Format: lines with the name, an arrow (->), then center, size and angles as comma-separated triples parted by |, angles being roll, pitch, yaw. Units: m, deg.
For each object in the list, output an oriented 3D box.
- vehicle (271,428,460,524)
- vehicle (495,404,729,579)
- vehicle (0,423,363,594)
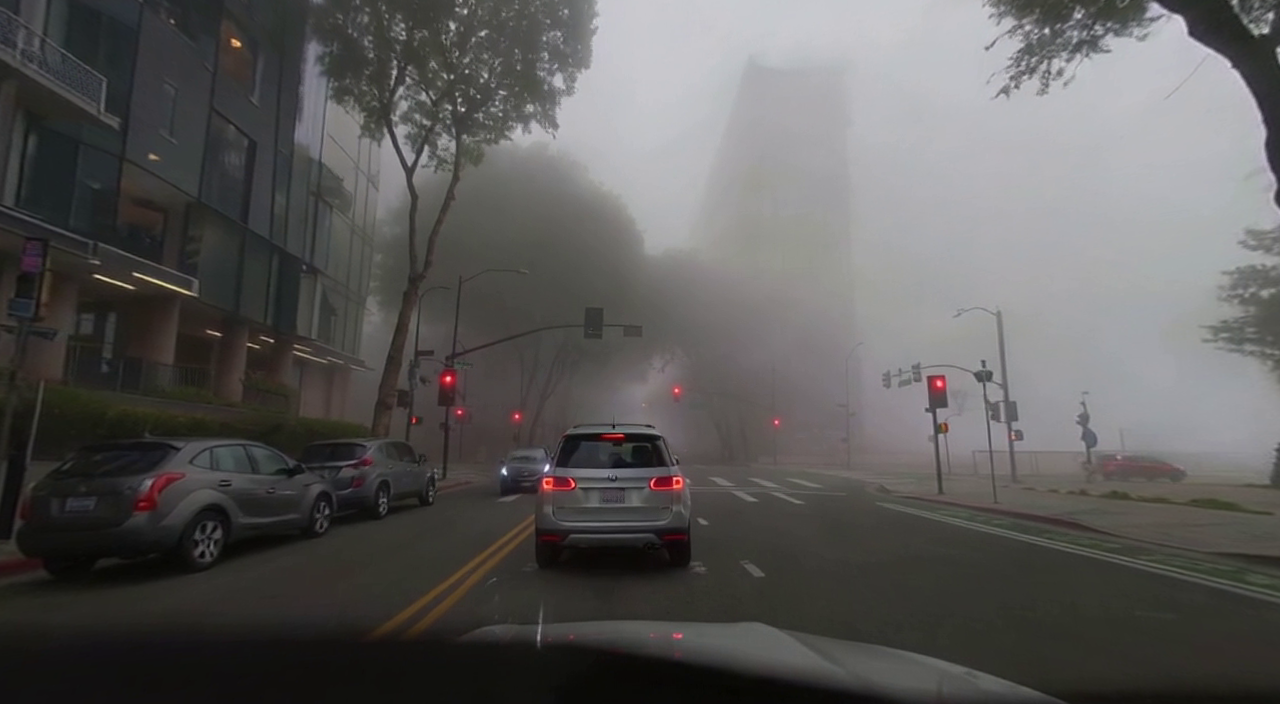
vehicle -> -5.876, 2.700, 14.347 | 2.077, 1.791, 4.751 | 0, -9, 1
vehicle -> -0.259, 1.653, 8.179 | 2.258, 1.687, 3.934 | 0, -9, 0
vehicle -> -5.763, 1.901, 8.640 | 1.904, 1.684, 4.529 | 0, -9, -1
